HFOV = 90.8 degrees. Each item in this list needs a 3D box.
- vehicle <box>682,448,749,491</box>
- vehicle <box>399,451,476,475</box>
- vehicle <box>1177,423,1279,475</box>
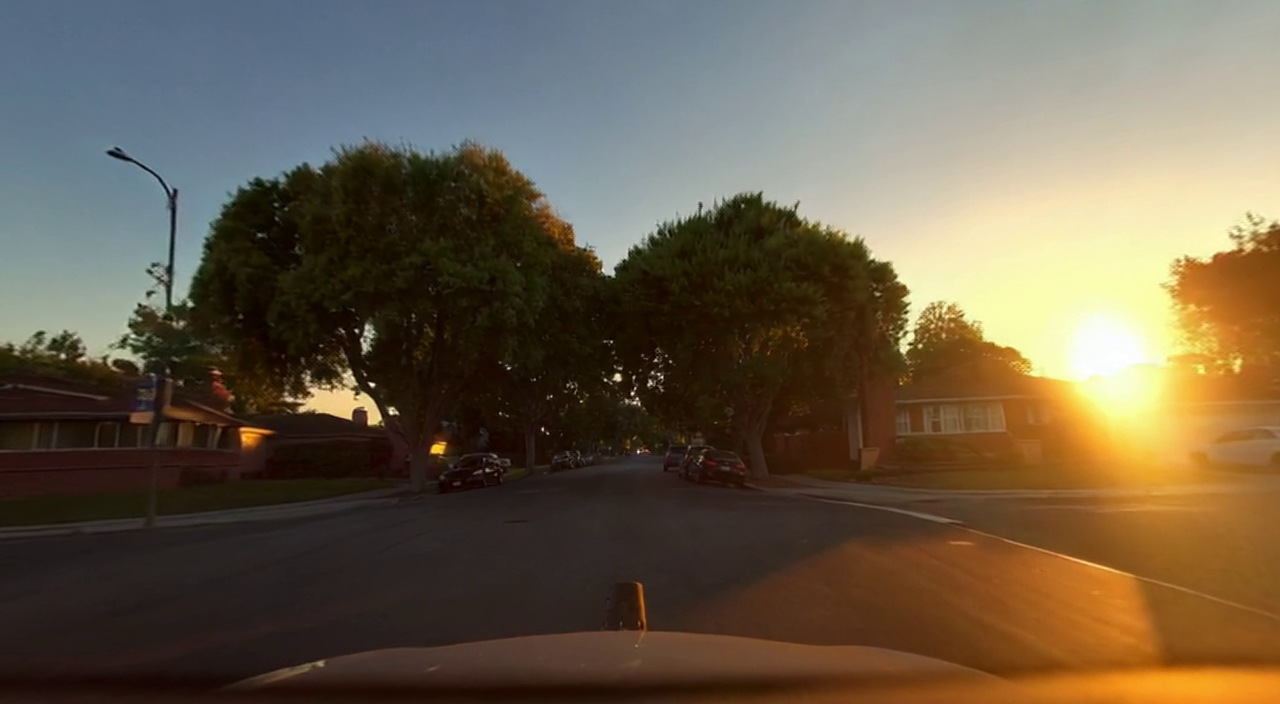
[{"bbox_3d":[2.800,4.465,24.381,1.881,1.487,4.183,0,-9,-3],"label":"vehicle"},{"bbox_3d":[-13.415,7.346,42.027,4.423,1.522,1.961,0,-9,-1],"label":"vehicle"},{"bbox_3d":[19.367,2.964,19.360,1.839,1.466,4.486,0,-9,0],"label":"vehicle"}]
